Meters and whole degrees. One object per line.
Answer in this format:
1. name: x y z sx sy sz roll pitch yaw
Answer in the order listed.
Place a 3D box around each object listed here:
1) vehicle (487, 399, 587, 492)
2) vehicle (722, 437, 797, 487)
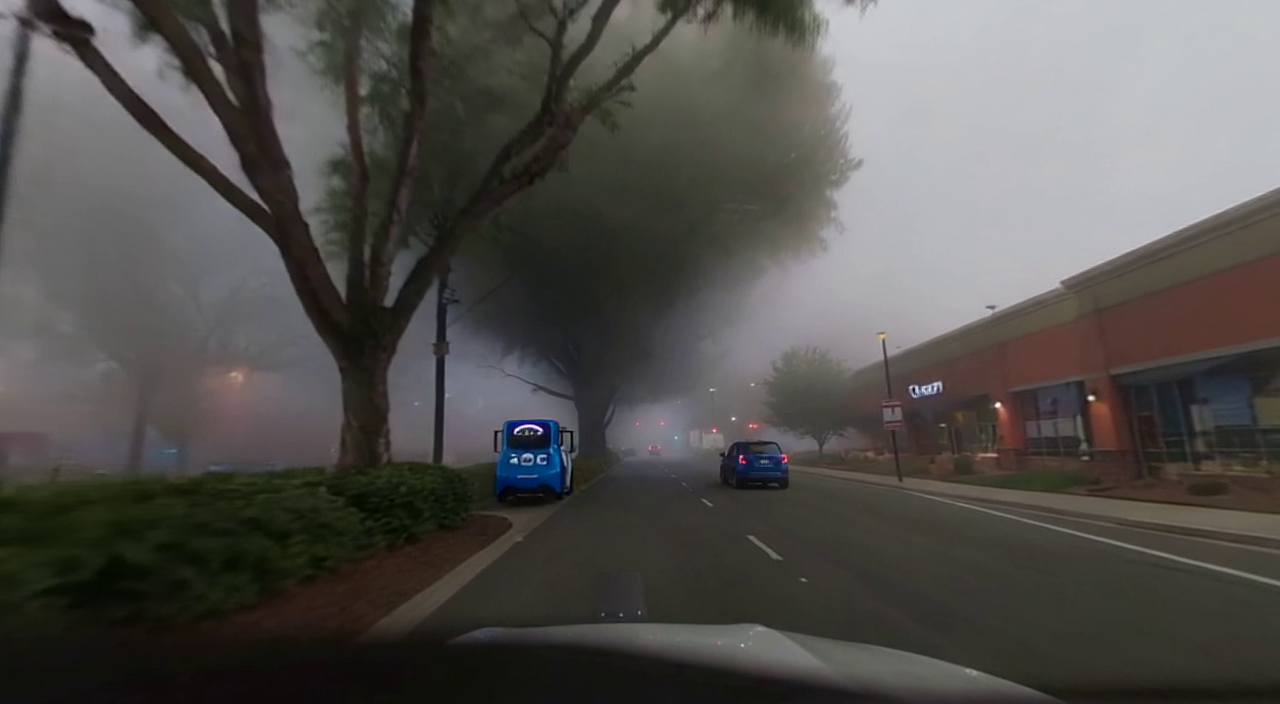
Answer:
1. vehicle: -3.375 3.286 22.178 2.443 2.784 5.862 0 -9 1
2. vehicle: 4.311 4.042 23.448 1.869 1.646 4.166 0 -9 -2
